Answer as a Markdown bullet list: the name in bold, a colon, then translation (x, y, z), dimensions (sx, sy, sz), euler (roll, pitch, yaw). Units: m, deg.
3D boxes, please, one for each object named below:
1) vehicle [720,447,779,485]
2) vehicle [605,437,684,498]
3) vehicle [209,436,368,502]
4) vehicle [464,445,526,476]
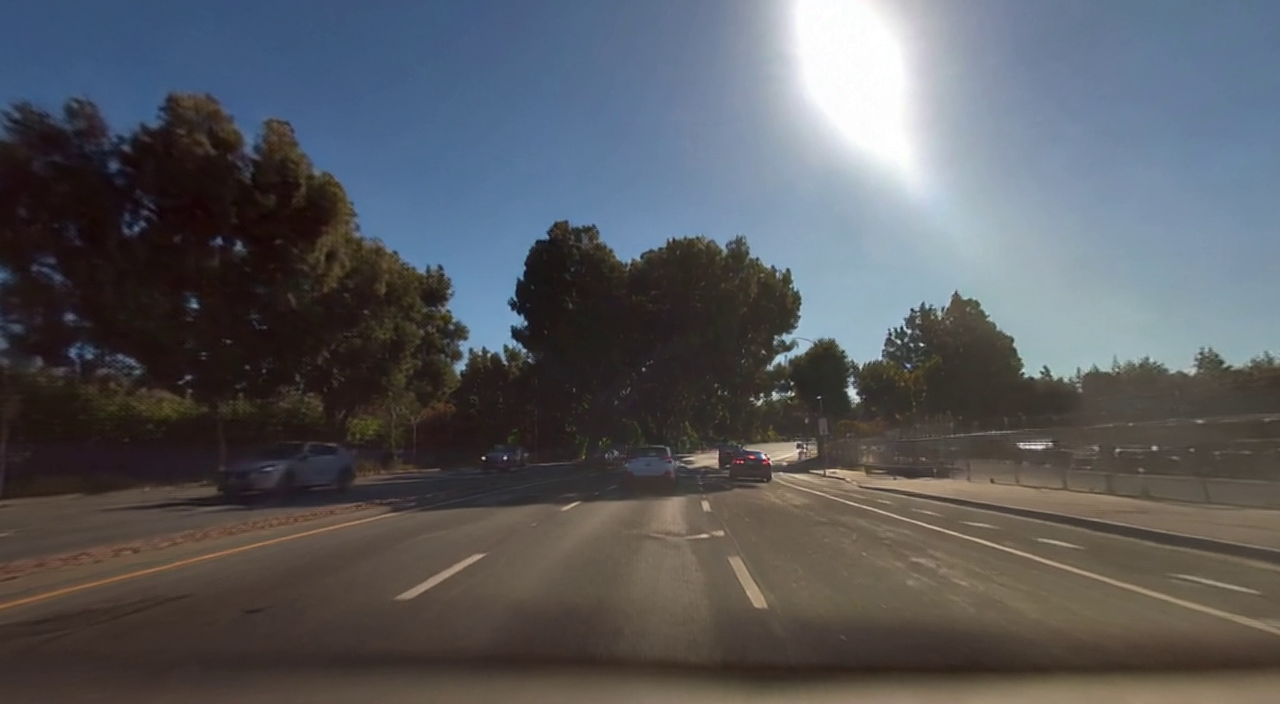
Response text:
- **vehicle**: translation (4.584, 4.825, 26.989), dimensions (2.147, 1.474, 4.083), euler (-1, -9, 6)
- **vehicle**: translation (0.277, 3.542, 19.803), dimensions (2.105, 1.676, 4.541), euler (-1, -9, 5)
- **vehicle**: translation (-10.733, 3.589, 19.790), dimensions (2.034, 1.791, 4.582), euler (-1, -9, 5)
- **vehicle**: translation (-8.892, 6.679, 39.179), dimensions (2.329, 1.757, 4.464), euler (-1, -9, 7)
